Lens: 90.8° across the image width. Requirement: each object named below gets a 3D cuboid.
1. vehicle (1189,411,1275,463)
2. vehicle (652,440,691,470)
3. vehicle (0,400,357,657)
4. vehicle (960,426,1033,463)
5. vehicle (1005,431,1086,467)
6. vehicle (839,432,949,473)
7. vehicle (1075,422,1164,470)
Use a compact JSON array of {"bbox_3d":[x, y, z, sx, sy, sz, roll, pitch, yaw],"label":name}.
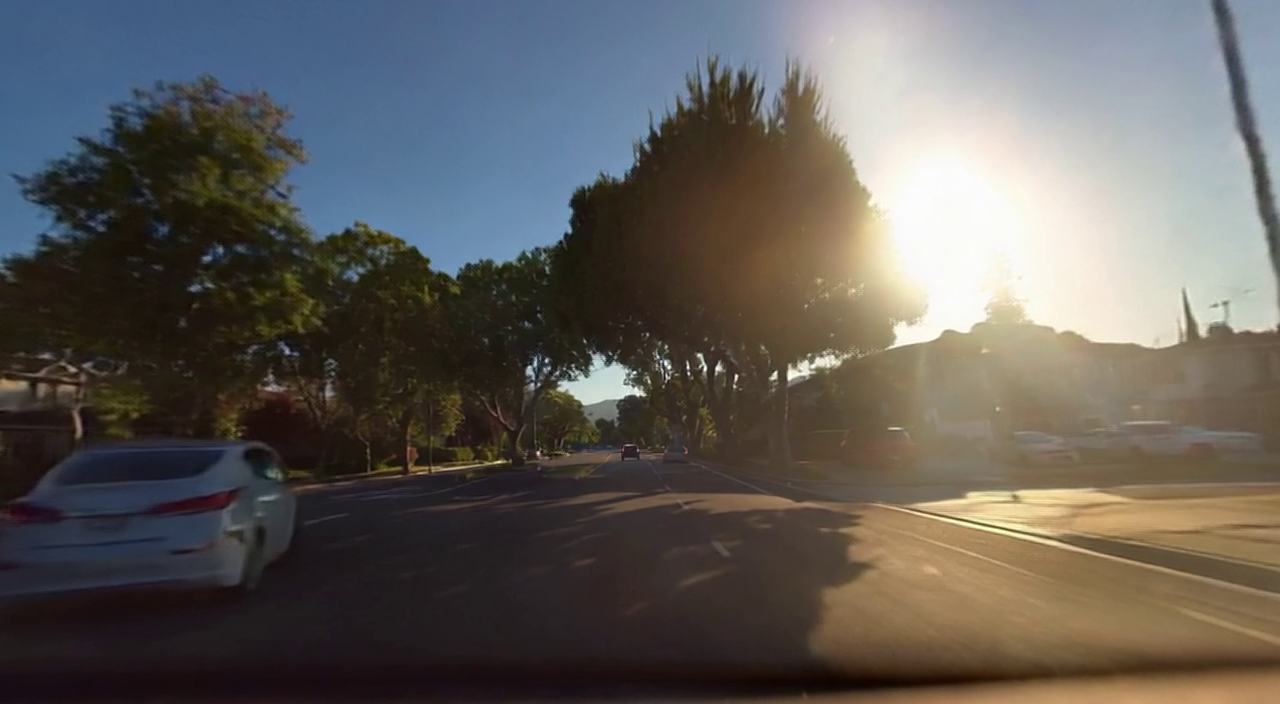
[{"bbox_3d":[24.197,3.511,25.807,2.210,1.906,4.718,-8,-12,44],"label":"vehicle"},{"bbox_3d":[1.766,5.969,36.726,2.003,1.614,4.072,0,-8,-1],"label":"vehicle"},{"bbox_3d":[-4.641,1.537,6.734,2.205,1.706,4.904,2,-9,-16],"label":"vehicle"},{"bbox_3d":[18.157,4.689,32.049,2.043,1.691,4.436,-8,-11,43],"label":"vehicle"},{"bbox_3d":[18.153,4.291,28.173,2.106,1.460,4.389,-8,-11,43],"label":"vehicle"},{"bbox_3d":[10.508,4.166,26.338,1.903,1.569,3.751,5,-10,-33],"label":"vehicle"},{"bbox_3d":[18.674,3.632,24.497,2.150,1.659,4.678,-8,-11,42],"label":"vehicle"}]
